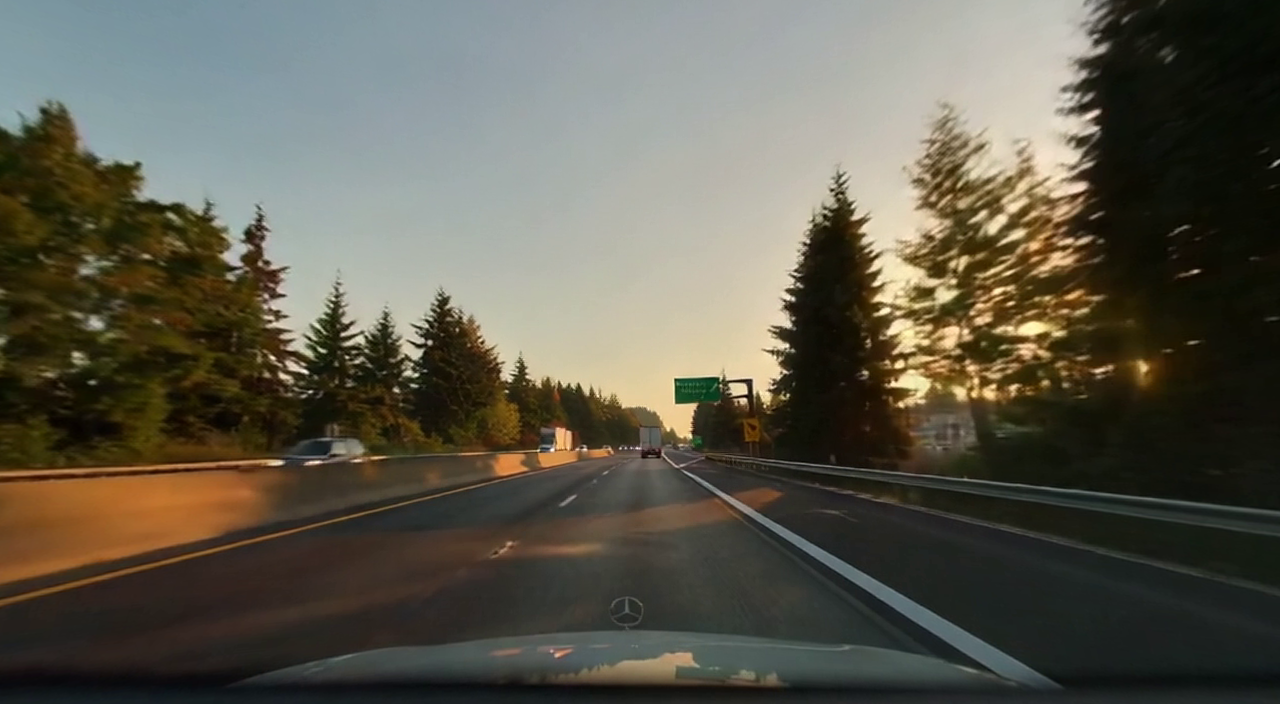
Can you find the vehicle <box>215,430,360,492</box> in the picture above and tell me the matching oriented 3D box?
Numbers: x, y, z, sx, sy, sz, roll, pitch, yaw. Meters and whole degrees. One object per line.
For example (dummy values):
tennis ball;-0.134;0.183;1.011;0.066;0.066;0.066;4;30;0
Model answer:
vehicle;-11.862;3.718;21.728;2.021;1.855;5.059;0;-9;1
